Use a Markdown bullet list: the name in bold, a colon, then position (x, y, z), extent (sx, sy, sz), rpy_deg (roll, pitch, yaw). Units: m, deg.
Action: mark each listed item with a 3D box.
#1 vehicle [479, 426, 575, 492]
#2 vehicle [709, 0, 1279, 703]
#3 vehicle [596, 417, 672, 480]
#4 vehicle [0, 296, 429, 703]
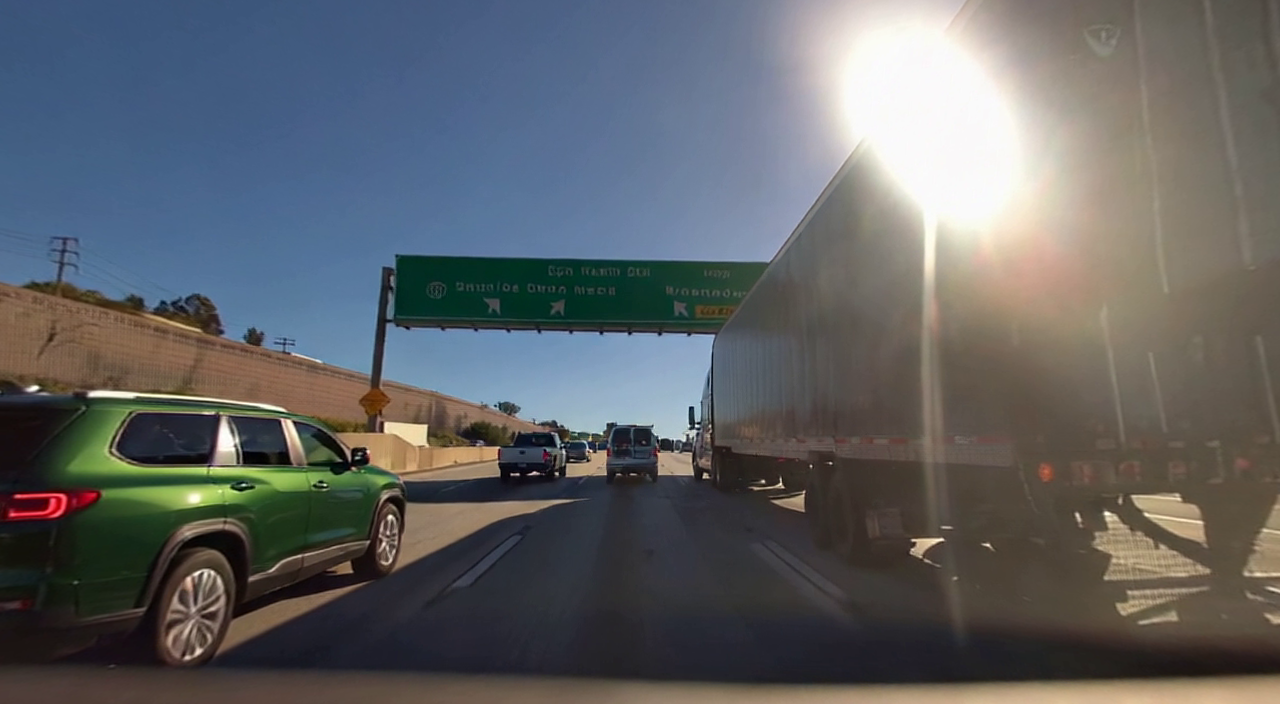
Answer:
- **vehicle**: position (-3.373, 3.309, 19.832), extent (2.120, 1.812, 4.659), rpy_deg (0, -8, 0)
- **vehicle**: position (3.481, 0.644, 9.647), extent (2.852, 4.121, 16.210), rpy_deg (0, -8, -1)
- **vehicle**: position (-0.226, 3.887, 25.477), extent (2.704, 2.216, 5.804), rpy_deg (0, -8, 0)
- **vehicle**: position (-3.298, 0.999, 4.024), extent (2.193, 1.803, 4.958), rpy_deg (0, -8, 0)
